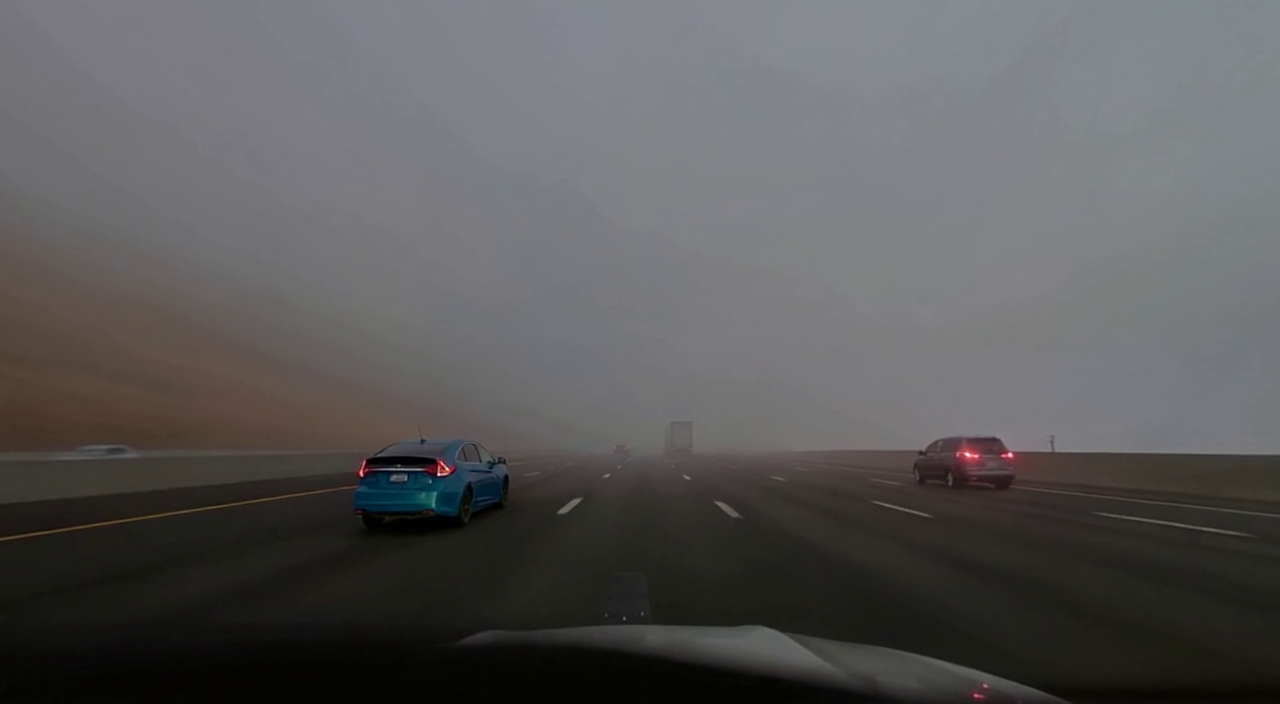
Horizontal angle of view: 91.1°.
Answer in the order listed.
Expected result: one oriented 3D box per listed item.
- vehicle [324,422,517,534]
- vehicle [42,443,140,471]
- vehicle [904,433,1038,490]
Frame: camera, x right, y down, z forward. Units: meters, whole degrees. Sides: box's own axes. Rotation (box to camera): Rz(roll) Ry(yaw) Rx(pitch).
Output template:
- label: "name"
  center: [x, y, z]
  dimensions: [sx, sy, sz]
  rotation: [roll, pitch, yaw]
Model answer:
- label: "vehicle"
  center: [-3.595, 2.136, 11.155]
  dimensions: [1.967, 1.615, 3.886]
  rotation: [0, -8, 1]
- label: "vehicle"
  center: [-33.462, 6.381, 38.447]
  dimensions: [1.925, 1.605, 4.404]
  rotation: [0, -9, 2]
- label: "vehicle"
  center: [11.145, 3.701, 21.601]
  dimensions: [2.062, 1.736, 4.589]
  rotation: [0, -9, 0]
